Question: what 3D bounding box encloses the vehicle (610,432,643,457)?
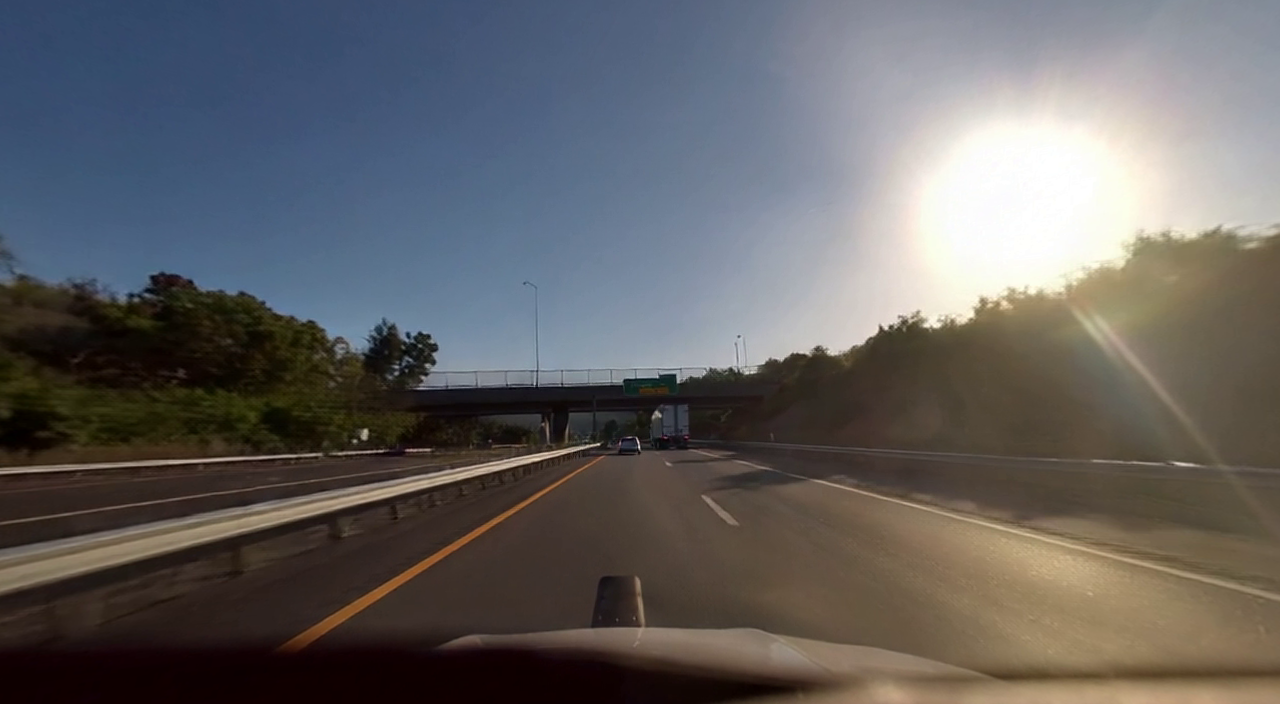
[{"bbox_3d":[-0.856,6.184,42.239,2.095,1.557,3.963,0,-8,0],"label":"vehicle"}]
